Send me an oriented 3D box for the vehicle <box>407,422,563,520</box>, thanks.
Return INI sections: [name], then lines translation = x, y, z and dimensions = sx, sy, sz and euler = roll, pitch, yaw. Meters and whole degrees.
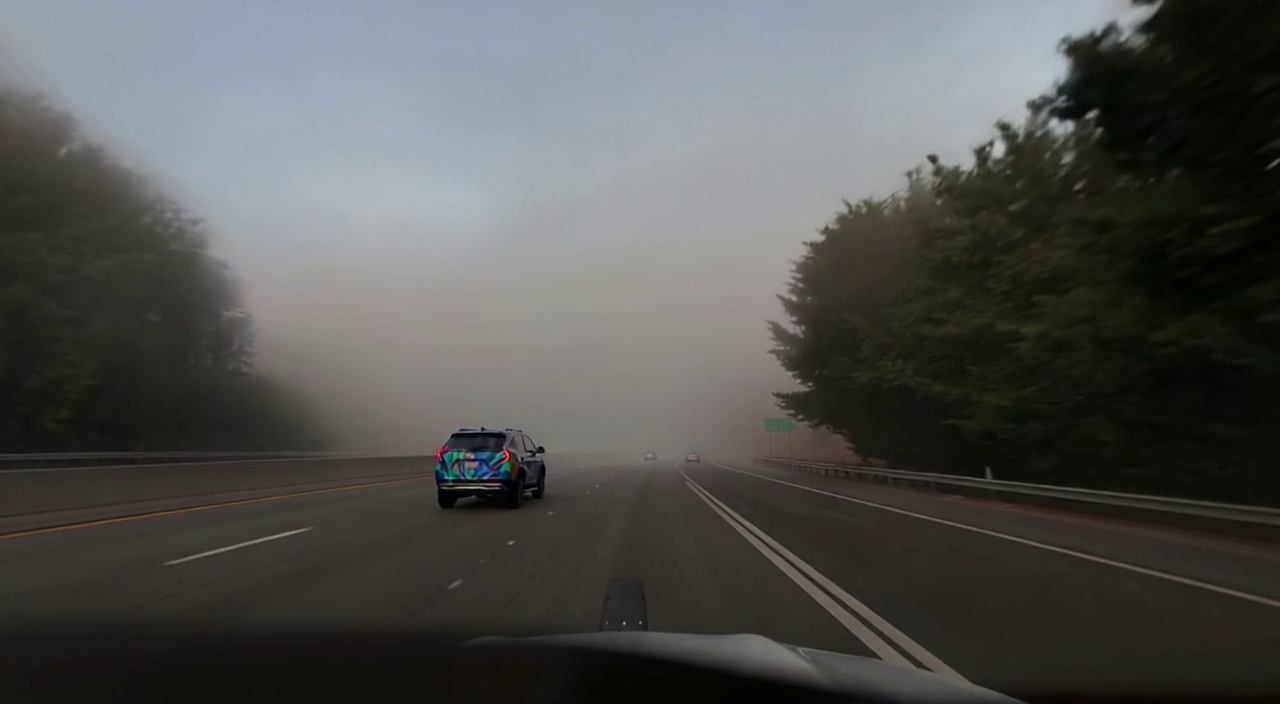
[vehicle]
translation = -3.189, 2.578, 14.204
dimensions = 2.183, 1.803, 4.685
euler = 0, -8, 2
